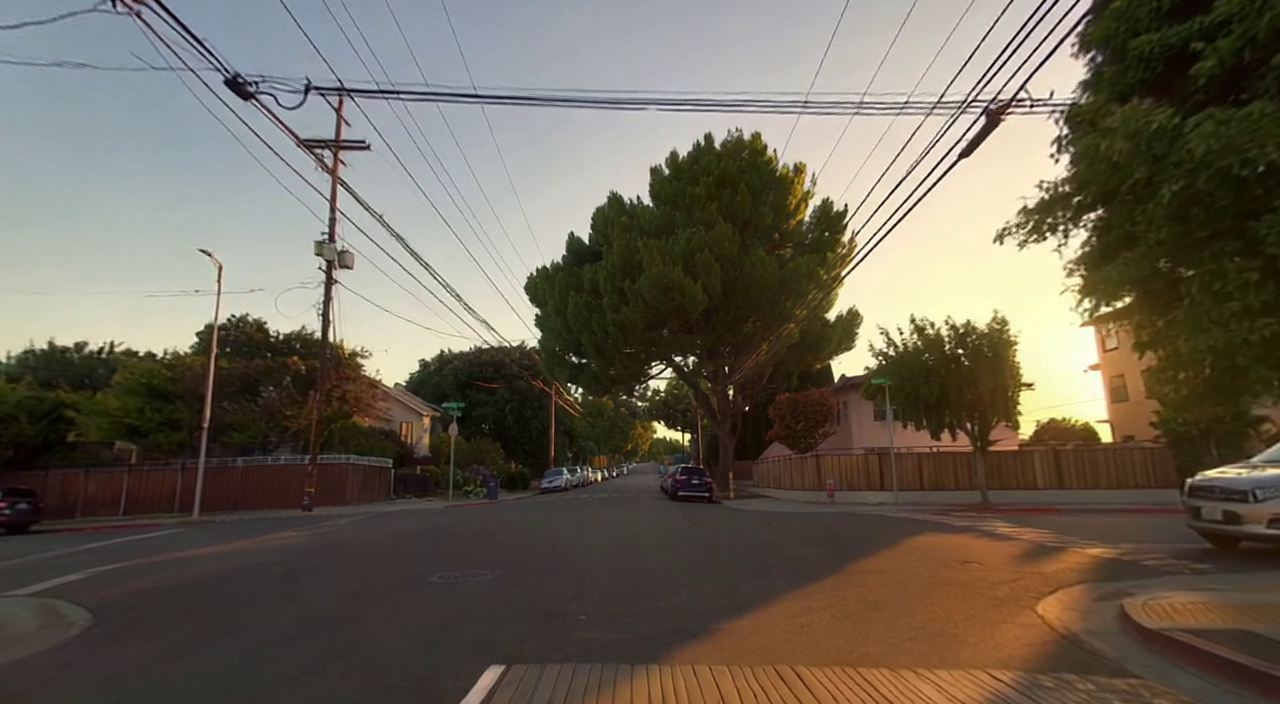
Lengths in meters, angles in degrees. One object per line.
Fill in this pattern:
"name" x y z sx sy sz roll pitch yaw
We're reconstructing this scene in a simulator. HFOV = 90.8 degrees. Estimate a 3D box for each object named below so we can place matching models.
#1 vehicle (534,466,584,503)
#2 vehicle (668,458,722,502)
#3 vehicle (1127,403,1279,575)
"vehicle" -4.312 7.128 34.216 2.189 1.771 4.571 0 -10 -1
"vehicle" 2.582 6.129 30.696 2.051 1.874 4.459 0 -9 -2
"vehicle" 9.703 1.702 8.213 4.677 1.949 2.334 -1 -9 3
